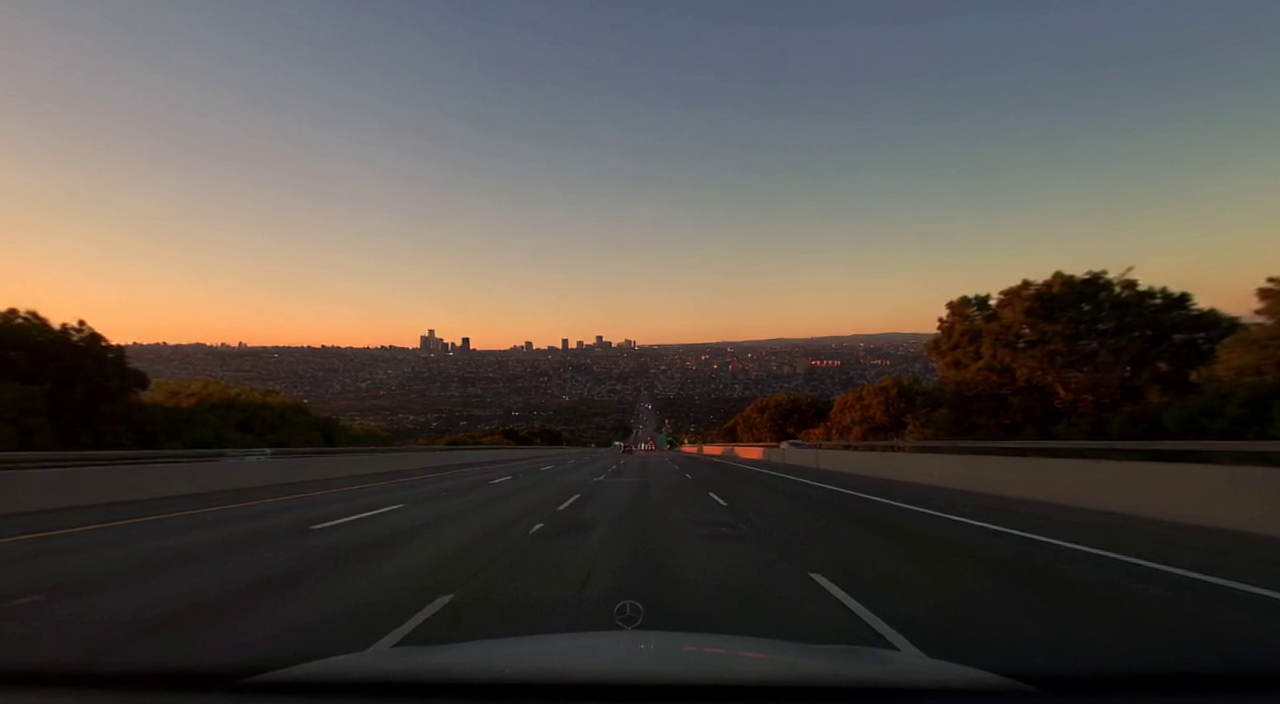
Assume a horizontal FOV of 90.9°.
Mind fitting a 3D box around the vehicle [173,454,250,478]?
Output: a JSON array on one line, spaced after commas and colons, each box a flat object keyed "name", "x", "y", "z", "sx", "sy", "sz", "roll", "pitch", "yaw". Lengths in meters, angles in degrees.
[{"name": "vehicle", "x": -29.905, "y": 7.928, "z": 44.209, "sx": 2.089, "sy": 1.493, "sz": 4.781, "roll": 0, "pitch": -8, "yaw": 0}]

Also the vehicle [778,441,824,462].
[{"name": "vehicle", "x": 12.031, "y": 7.465, "z": 47.584, "sx": 1.977, "sy": 1.528, "sz": 5.111, "roll": 0, "pitch": -8, "yaw": -2}]
